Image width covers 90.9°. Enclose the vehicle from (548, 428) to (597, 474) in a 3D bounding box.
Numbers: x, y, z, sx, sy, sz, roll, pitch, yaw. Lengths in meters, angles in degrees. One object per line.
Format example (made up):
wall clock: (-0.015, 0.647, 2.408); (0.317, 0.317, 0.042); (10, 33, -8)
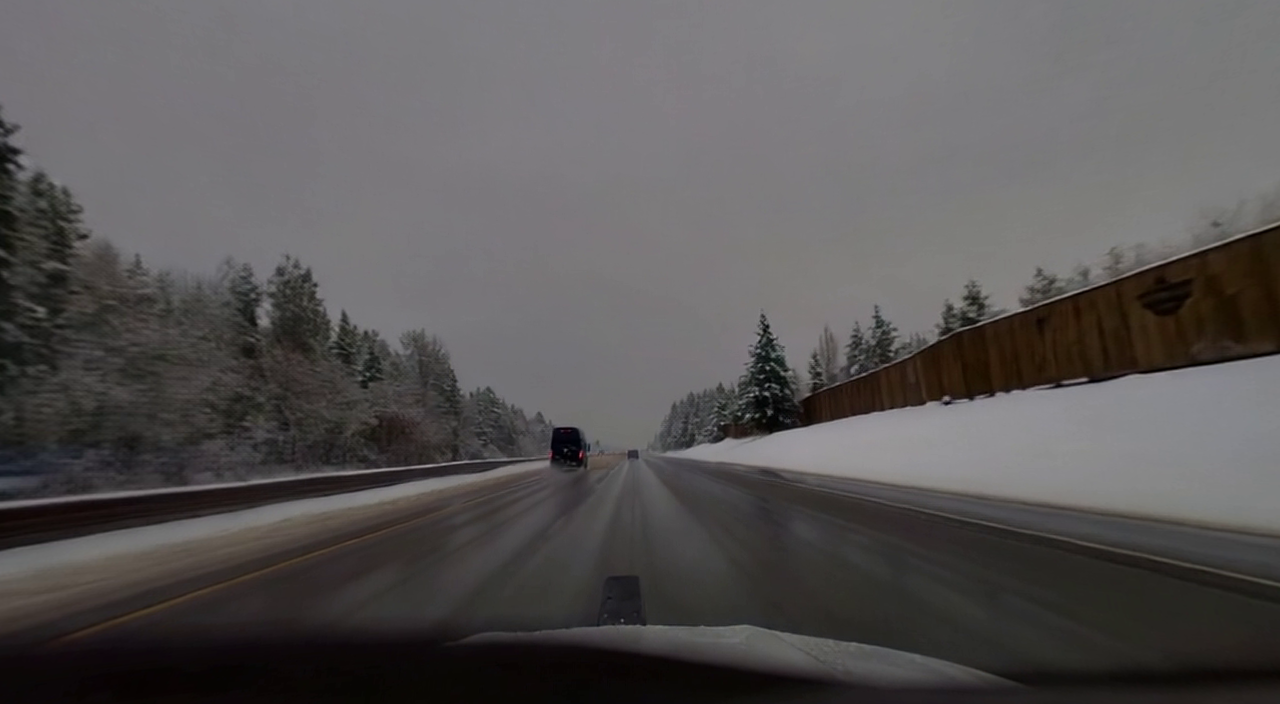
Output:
vehicle: (-3.977, 5.992, 38.090); (2.305, 2.517, 5.486); (-1, -9, 0)
